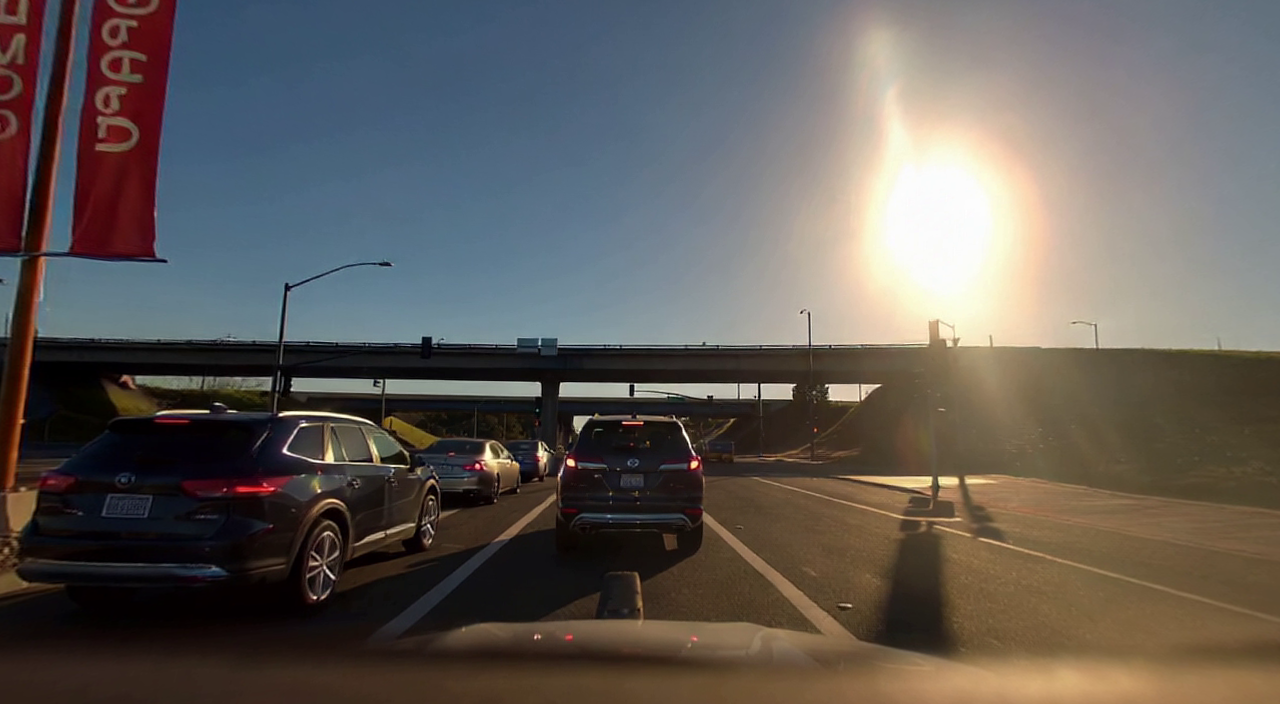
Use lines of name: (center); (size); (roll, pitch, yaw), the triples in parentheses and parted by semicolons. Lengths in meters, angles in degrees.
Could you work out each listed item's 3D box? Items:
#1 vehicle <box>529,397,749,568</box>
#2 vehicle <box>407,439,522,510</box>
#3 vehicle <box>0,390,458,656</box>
vehicle: (-0.091, 1.759, 9.203); (2.409, 1.864, 4.471); (0, -8, -2)
vehicle: (-4.149, 2.927, 15.437); (1.797, 1.505, 3.506); (0, -9, 0)
vehicle: (-3.499, 1.426, 6.277); (2.039, 1.709, 4.265); (0, -8, 0)
